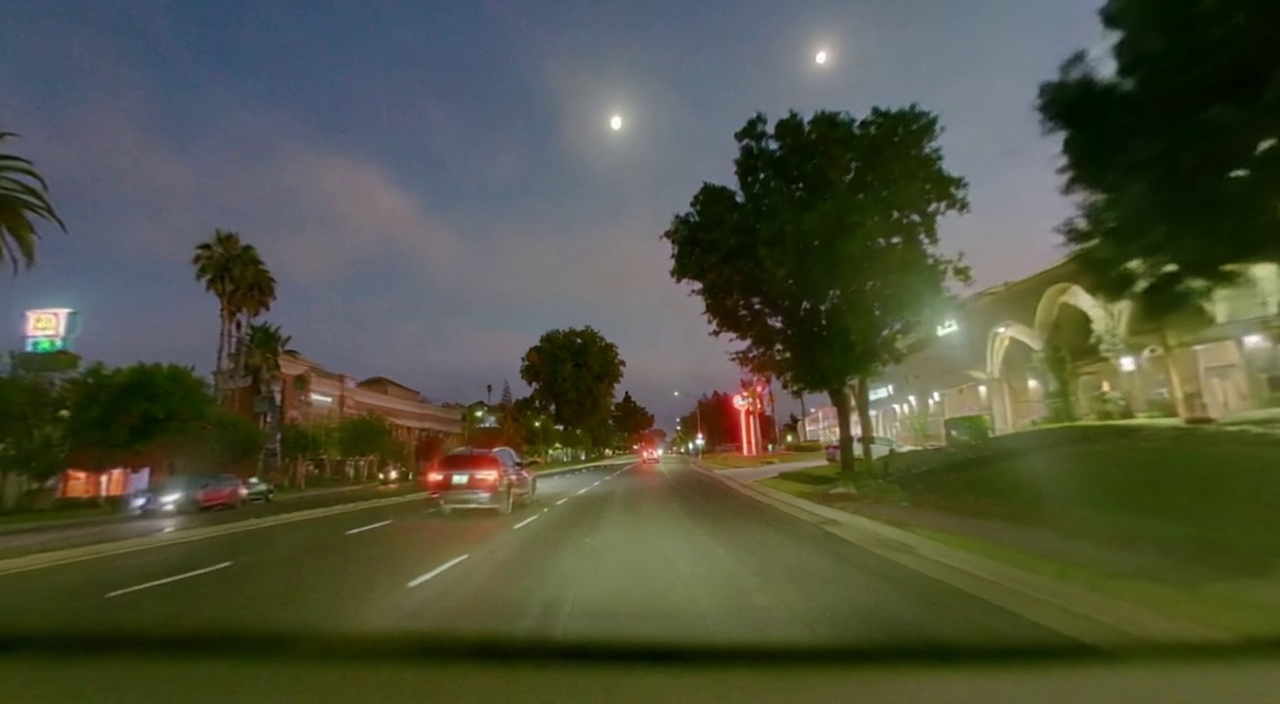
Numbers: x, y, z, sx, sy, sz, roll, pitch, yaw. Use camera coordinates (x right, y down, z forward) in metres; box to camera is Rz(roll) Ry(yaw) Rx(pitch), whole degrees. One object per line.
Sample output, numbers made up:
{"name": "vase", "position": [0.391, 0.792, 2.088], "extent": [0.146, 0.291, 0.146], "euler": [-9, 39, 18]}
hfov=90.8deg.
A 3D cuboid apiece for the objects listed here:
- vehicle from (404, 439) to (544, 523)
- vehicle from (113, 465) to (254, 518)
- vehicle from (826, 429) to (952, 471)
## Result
{"name": "vehicle", "position": [-3.862, 3.073, 15.692], "extent": [2.147, 1.745, 4.648], "euler": [0, -9, 1]}
{"name": "vehicle", "position": [-18.567, 5.657, 26.074], "extent": [2.073, 1.829, 4.870], "euler": [0, -9, 1]}
{"name": "vehicle", "position": [10.833, 4.300, 27.762], "extent": [4.577, 1.750, 2.115], "euler": [0, -9, 0]}
